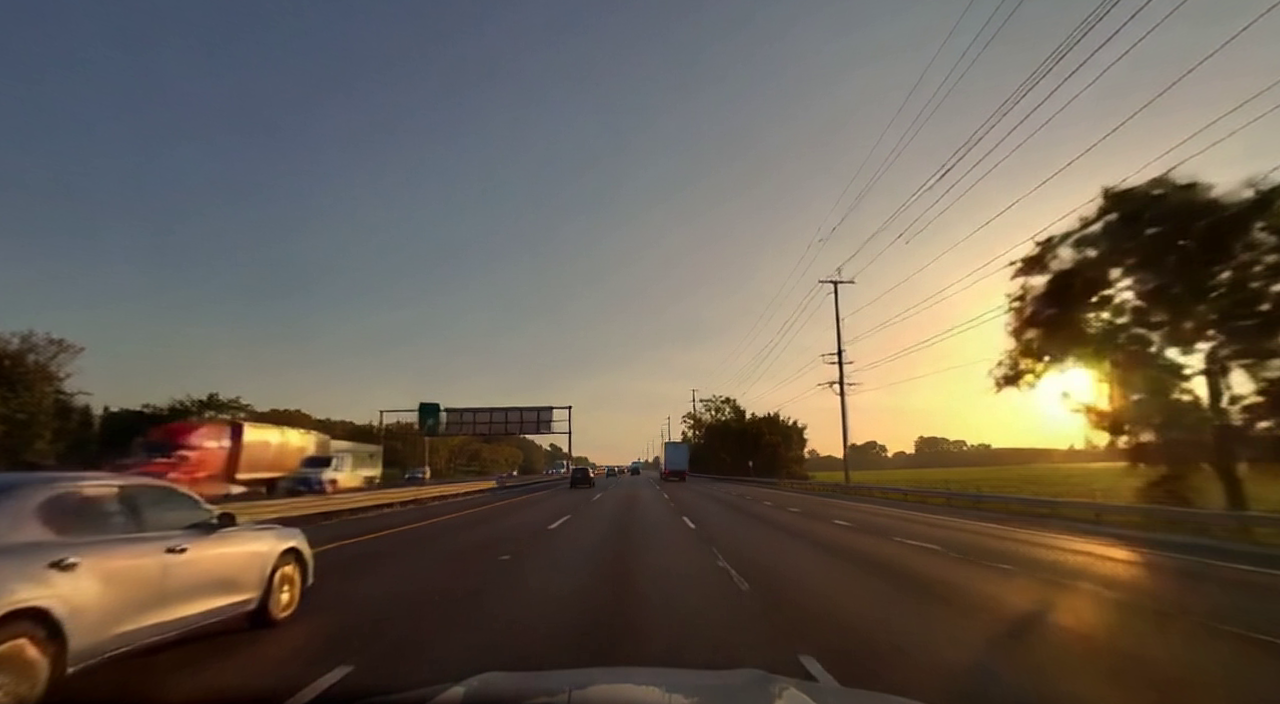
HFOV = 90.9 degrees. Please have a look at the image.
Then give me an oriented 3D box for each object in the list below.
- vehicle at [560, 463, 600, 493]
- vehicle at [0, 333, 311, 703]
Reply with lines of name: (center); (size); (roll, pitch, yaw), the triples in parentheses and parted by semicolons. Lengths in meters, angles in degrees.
vehicle: (-3.478, 7.434, 37.354); (1.942, 1.597, 3.943); (1, -11, 0)
vehicle: (-3.314, 0.764, 2.060); (2.065, 1.722, 4.441); (1, -11, -1)
